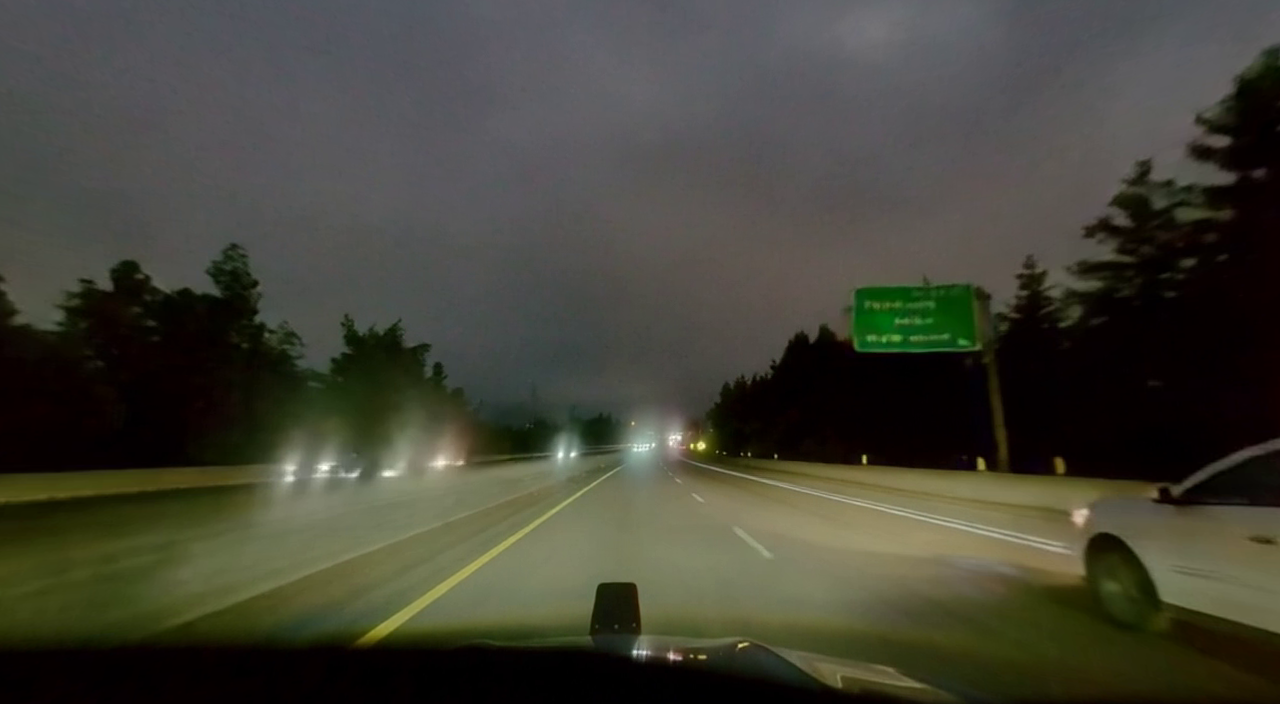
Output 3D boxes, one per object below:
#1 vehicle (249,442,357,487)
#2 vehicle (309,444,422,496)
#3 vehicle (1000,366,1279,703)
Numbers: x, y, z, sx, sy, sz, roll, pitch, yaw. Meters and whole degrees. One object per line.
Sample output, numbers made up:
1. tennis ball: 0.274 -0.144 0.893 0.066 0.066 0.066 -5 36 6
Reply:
1. vehicle: -13.385 4.474 25.223 1.961 1.654 4.197 0 -9 0
2. vehicle: -9.010 3.881 20.986 1.910 1.543 4.064 -1 -9 1
3. vehicle: 4.101 0.877 2.831 2.089 1.660 4.729 0 -9 0
